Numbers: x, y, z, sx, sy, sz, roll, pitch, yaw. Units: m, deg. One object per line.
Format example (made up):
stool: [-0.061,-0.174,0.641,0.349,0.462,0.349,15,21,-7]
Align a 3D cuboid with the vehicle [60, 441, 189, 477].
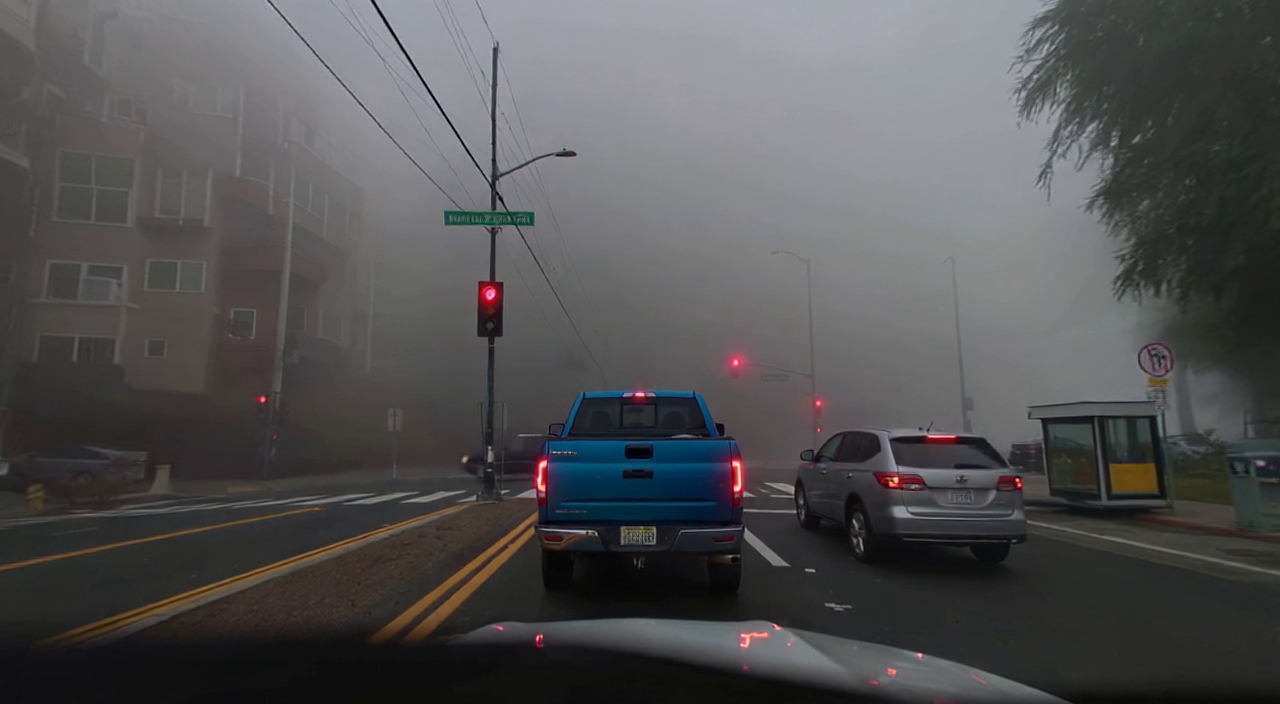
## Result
vehicle: [-24.841,5.155,30.480,4.563,1.692,1.778,0,-8,-1]

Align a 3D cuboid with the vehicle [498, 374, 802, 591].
vehicle: [0.118,1.555,8.317,2.738,1.959,5.070,0,-8,1]

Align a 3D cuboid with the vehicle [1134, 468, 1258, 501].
vehicle: [26.377,6.287,30.003,4.071,1.388,1.884,0,-8,1]

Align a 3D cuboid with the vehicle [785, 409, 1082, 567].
vehicle: [3.843,1.873,9.500,2.131,1.759,4.762,0,-8,-1]

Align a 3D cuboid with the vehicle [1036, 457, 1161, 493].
vehicle: [21.836,5.860,30.162,4.498,1.618,1.843,0,-8,0]
